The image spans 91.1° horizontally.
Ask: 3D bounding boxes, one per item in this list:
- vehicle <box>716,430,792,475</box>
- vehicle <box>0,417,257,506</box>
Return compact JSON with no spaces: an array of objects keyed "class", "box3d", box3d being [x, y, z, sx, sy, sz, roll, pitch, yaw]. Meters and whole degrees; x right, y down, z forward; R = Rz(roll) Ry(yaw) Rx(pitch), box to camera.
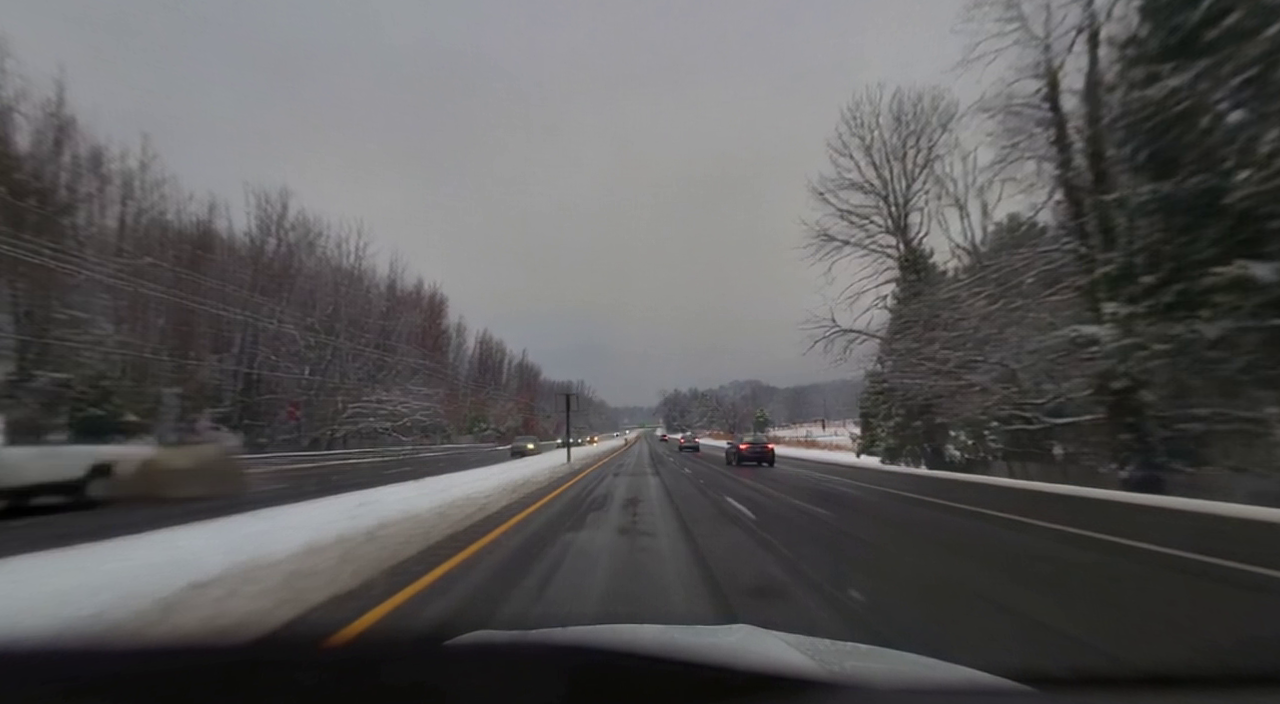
[{"class":"vehicle","box3d":[4.193,3.779,23.843,2.024,1.516,4.197,0,-8,-1]},{"class":"vehicle","box3d":[-13.231,2.848,16.903,2.121,1.933,5.948,-1,-8,0]}]
